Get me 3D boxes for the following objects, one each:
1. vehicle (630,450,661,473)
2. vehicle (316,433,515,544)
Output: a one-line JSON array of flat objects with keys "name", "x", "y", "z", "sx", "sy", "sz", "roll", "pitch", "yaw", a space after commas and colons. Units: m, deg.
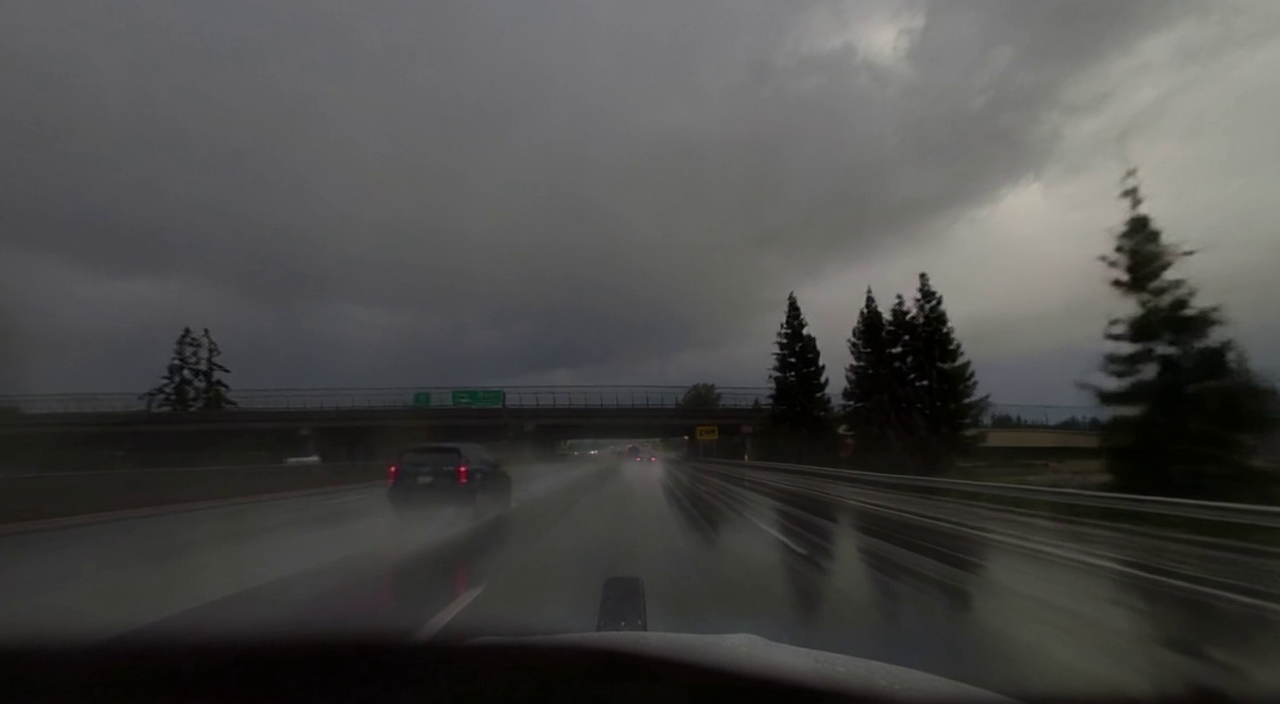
[{"name": "vehicle", "x": 0.415, "y": 7.775, "z": 45.004, "sx": 2.113, "sy": 1.537, "sz": 4.208, "roll": 0, "pitch": -9, "yaw": 0}, {"name": "vehicle", "x": -3.846, "y": 2.420, "z": 11.810, "sx": 2.055, "sy": 1.665, "sz": 4.373, "roll": 0, "pitch": -9, "yaw": 1}]
